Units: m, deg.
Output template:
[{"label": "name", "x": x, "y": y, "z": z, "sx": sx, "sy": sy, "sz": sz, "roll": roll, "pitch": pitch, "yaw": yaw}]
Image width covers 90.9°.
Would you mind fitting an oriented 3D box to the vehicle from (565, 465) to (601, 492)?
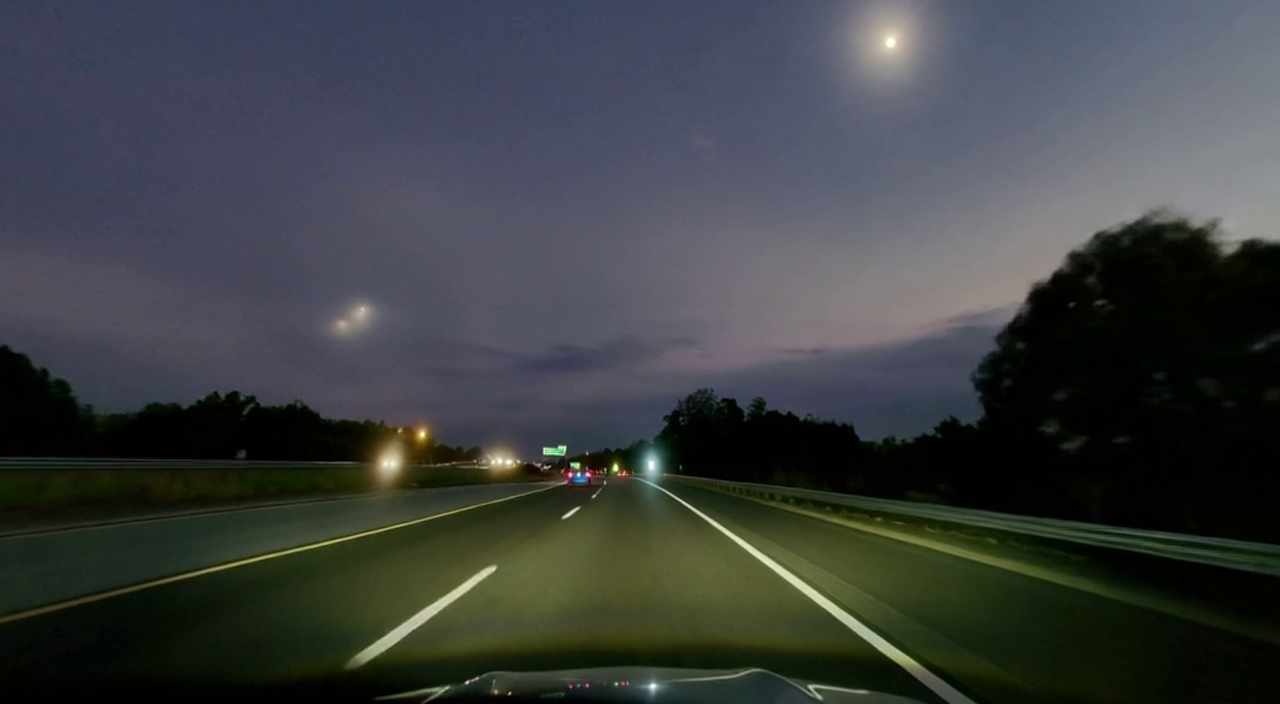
[{"label": "vehicle", "x": -3.567, "y": 7.992, "z": 39.969, "sx": 1.967, "sy": 1.556, "sz": 4.364, "roll": 1, "pitch": -10, "yaw": -2}]
